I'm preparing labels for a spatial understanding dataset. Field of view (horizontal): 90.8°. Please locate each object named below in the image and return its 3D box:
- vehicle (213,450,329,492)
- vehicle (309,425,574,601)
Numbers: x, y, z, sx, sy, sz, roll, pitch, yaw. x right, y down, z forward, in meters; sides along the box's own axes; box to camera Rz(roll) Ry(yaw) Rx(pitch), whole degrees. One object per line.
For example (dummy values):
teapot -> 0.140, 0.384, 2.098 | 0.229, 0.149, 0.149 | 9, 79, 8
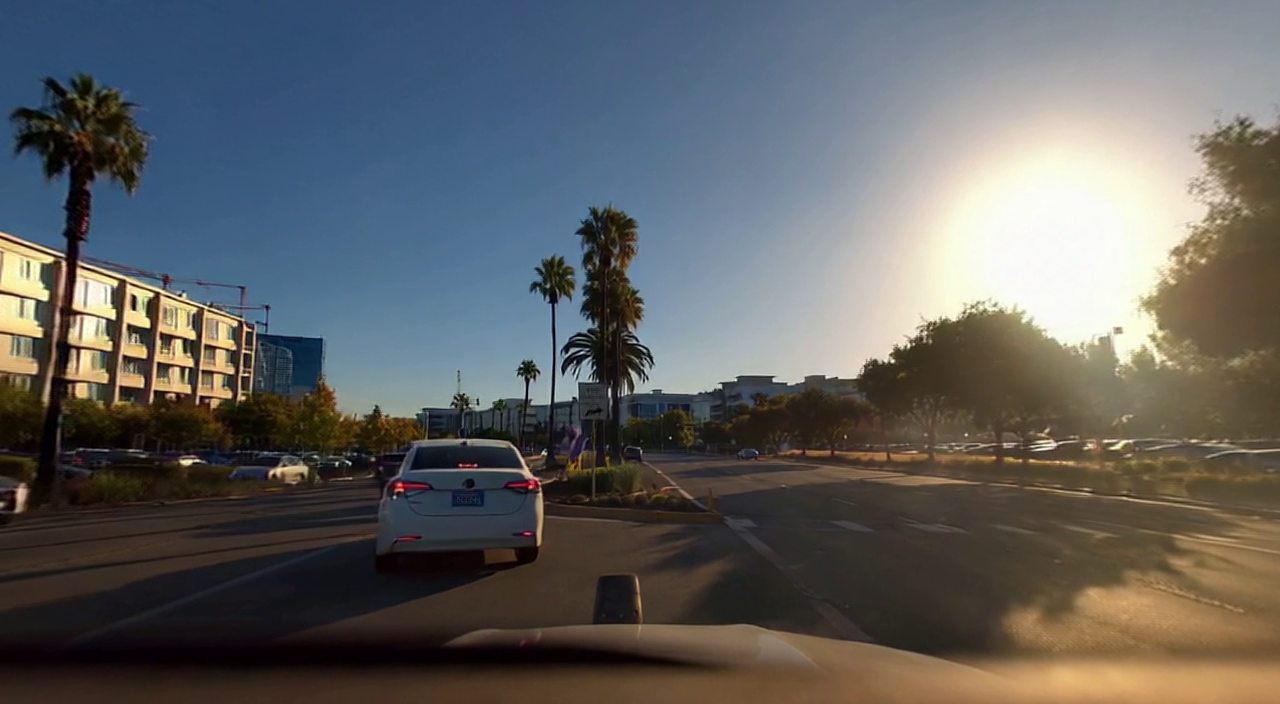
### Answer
vehicle -> -14.342, 4.613, 24.930 | 2.099, 1.464, 4.615 | 1, -9, -5
vehicle -> -2.697, 1.725, 7.780 | 1.986, 1.473, 4.382 | 5, -10, -32
